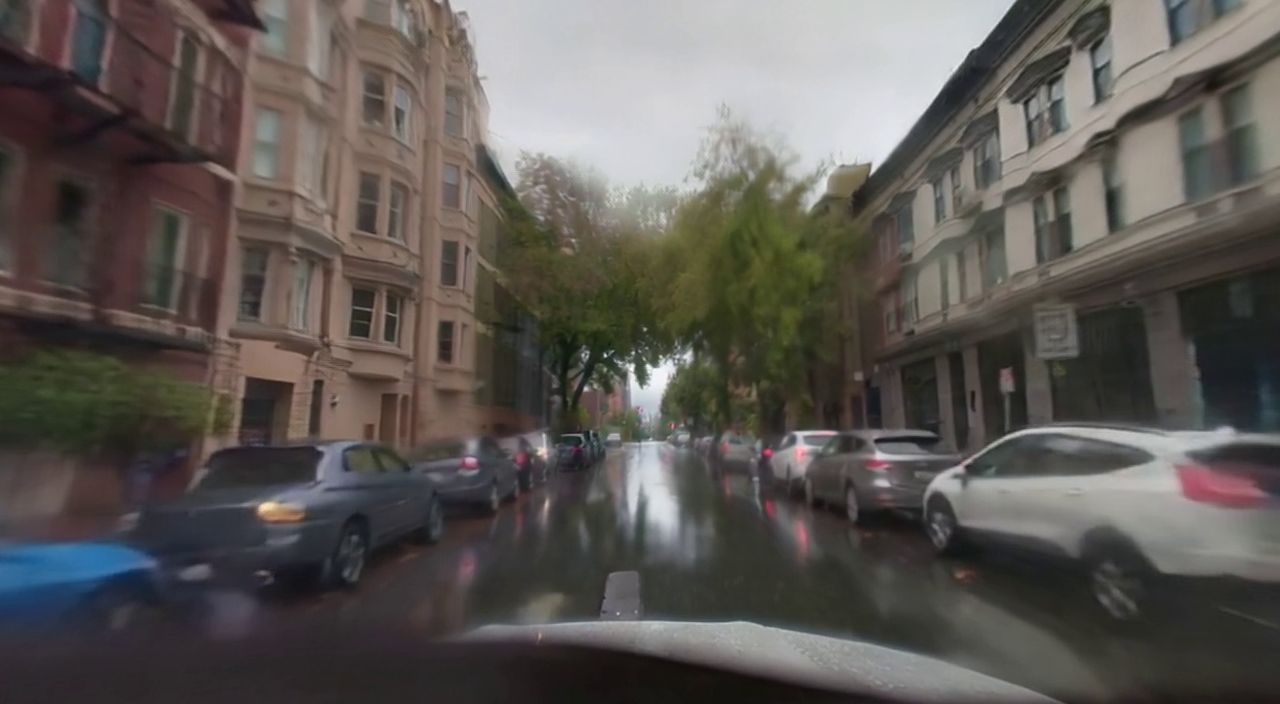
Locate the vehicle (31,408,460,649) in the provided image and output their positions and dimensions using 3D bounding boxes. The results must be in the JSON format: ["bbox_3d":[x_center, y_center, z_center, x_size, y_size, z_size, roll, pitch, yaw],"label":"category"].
[{"bbox_3d":[-3.445,1.458,6.643,1.859,1.508,4.144,2,-3,0],"label":"vehicle"}]

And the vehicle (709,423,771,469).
[{"bbox_3d":[4.245,4.037,27.413,1.879,1.802,4.574,0,-7,-1],"label":"vehicle"}]

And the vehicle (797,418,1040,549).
[{"bbox_3d":[3.825,1.811,9.518,1.896,1.549,3.845,0,-7,0],"label":"vehicle"}]

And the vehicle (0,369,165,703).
[{"bbox_3d":[-3.291,0.714,1.108,1.867,1.519,3.920,2,-4,-1],"label":"vehicle"}]
